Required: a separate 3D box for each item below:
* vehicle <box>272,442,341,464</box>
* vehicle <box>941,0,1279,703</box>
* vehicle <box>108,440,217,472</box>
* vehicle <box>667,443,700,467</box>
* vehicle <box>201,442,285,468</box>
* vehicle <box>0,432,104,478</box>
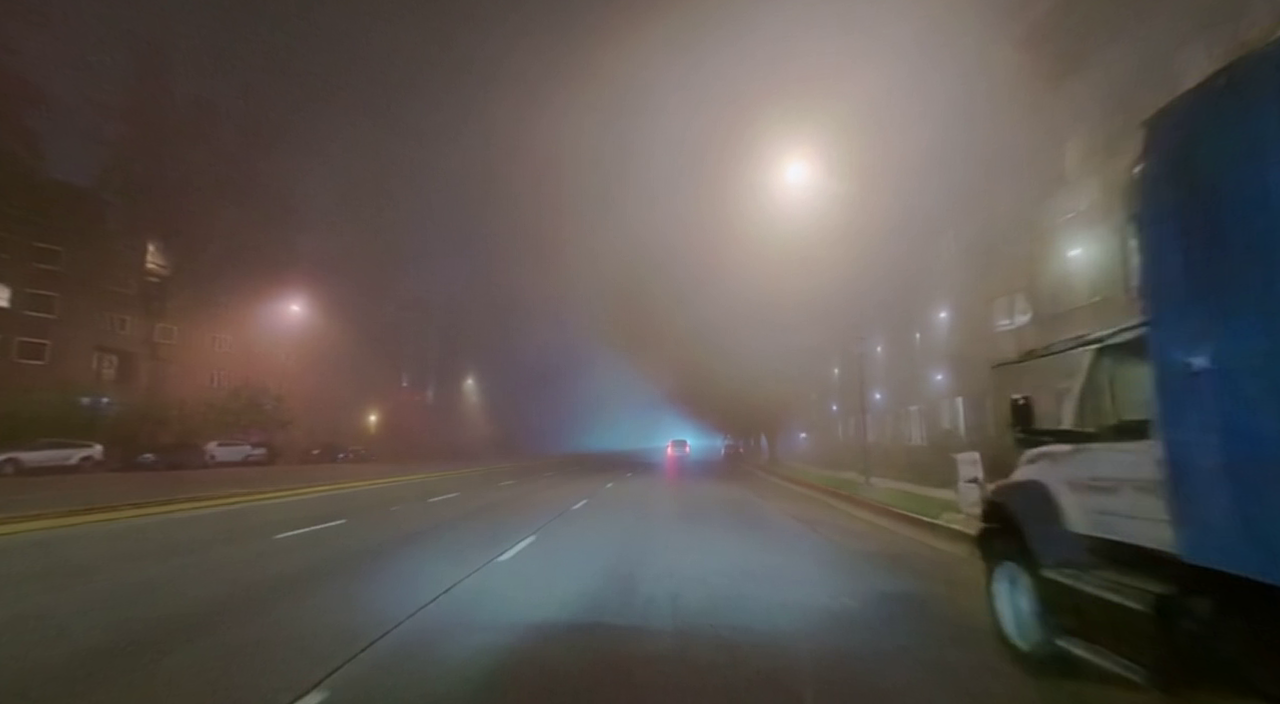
[{"bbox_3d":[-22.992,6.965,43.601,1.814,1.484,4.474,-1,-9,9],"label":"vehicle"},{"bbox_3d":[3.879,-0.137,0.796,2.945,3.277,8.473,0,-8,1],"label":"vehicle"},{"bbox_3d":[-23.925,5.218,31.789,1.900,1.489,4.361,-1,-9,3],"label":"vehicle"},{"bbox_3d":[2.587,6.162,37.838,1.871,1.370,4.206,-1,-8,4],"label":"vehicle"},{"bbox_3d":[-23.628,6.145,37.733,1.772,1.447,4.582,-1,-9,5],"label":"vehicle"},{"bbox_3d":[-24.521,4.113,25.279,2.008,1.668,4.379,0,-8,3],"label":"vehicle"}]
